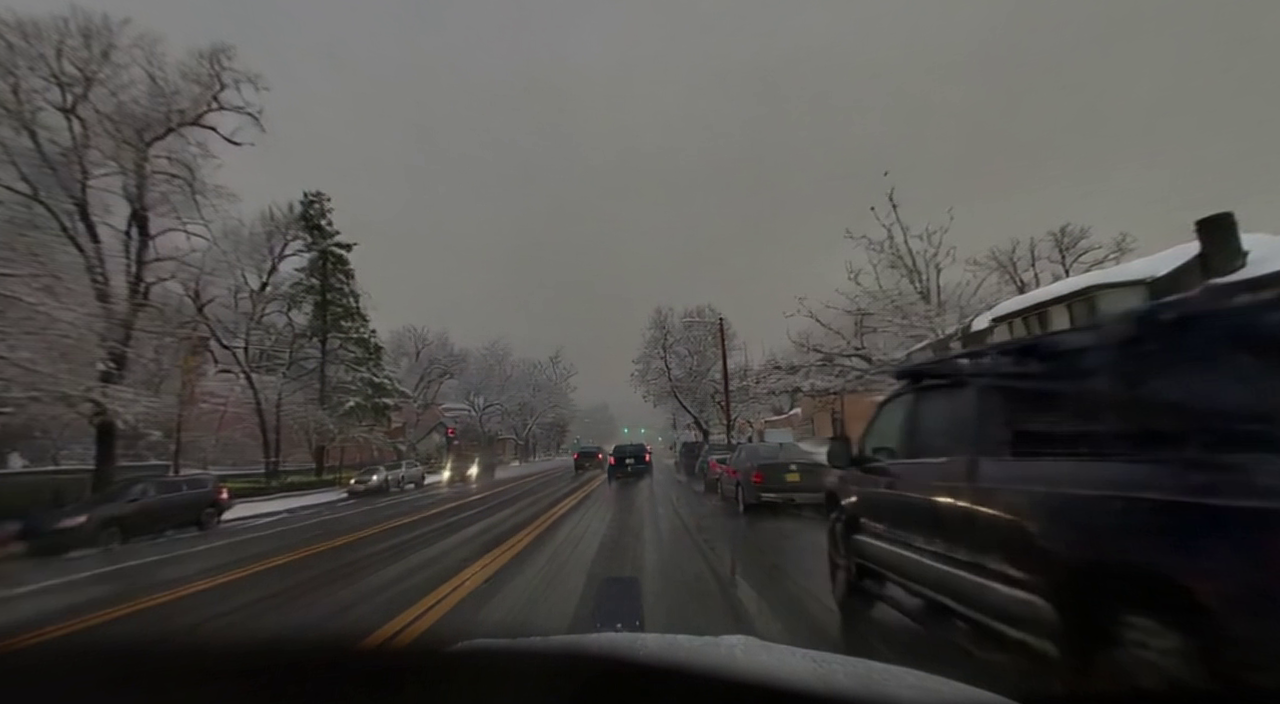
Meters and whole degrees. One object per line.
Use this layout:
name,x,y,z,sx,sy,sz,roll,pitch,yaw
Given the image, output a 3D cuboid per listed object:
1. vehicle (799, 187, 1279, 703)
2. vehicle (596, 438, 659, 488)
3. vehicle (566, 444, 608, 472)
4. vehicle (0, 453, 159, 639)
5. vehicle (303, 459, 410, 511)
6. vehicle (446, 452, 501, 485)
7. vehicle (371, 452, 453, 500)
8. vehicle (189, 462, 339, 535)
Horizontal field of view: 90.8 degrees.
vehicle,2.508,0.860,3.315,2.119,1.884,4.567,0,-9,0
vehicle,-0.400,3.896,22.418,2.041,1.575,4.304,0,-9,0
vehicle,-3.066,6.254,37.351,2.117,1.528,4.277,0,-9,0
vehicle,-6.373,1.611,4.622,1.998,1.518,4.817,-5,-9,0
vehicle,-12.167,5.698,27.601,2.076,1.600,5.382,-8,-9,0
vehicle,-9.137,6.396,35.091,1.918,1.648,4.163,0,-9,0
vehicle,-12.142,6.571,34.120,2.264,2.010,5.742,-4,-7,0
vehicle,-12.346,4.760,21.230,1.979,1.815,5.139,-6,-9,-1
